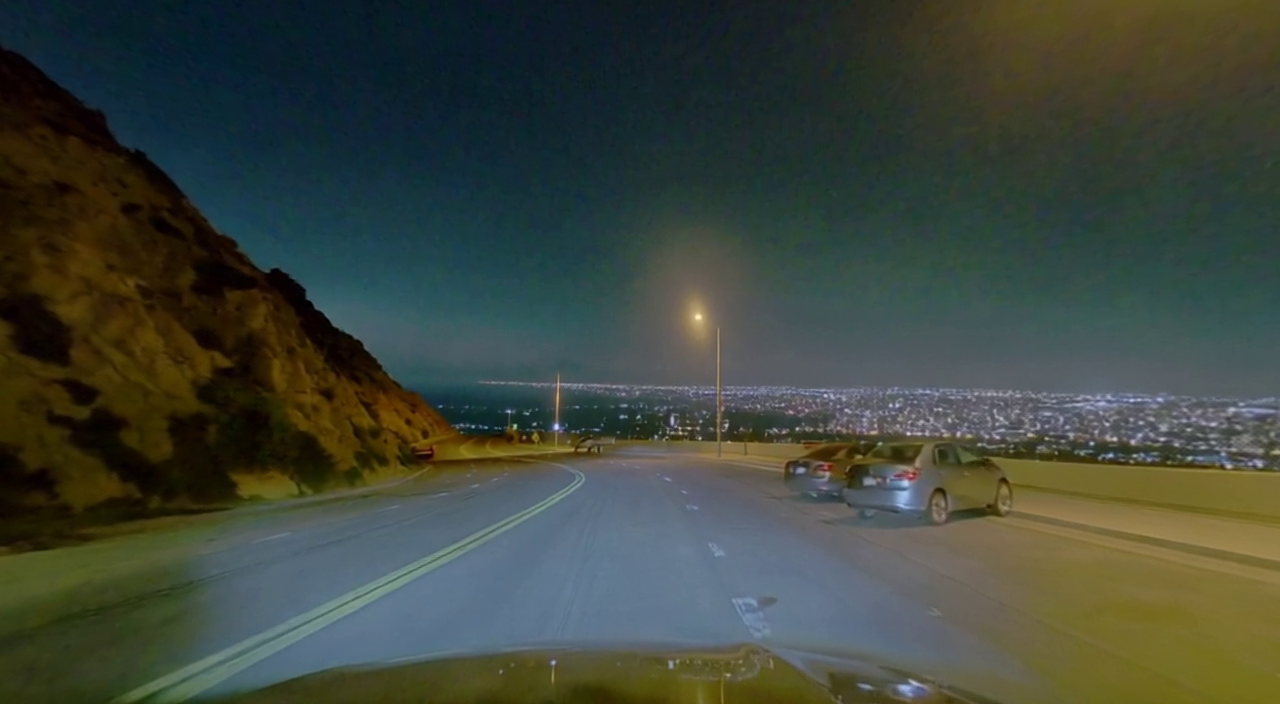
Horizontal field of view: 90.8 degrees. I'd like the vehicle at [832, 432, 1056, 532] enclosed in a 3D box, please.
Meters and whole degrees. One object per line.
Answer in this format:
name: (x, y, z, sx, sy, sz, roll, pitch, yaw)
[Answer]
vehicle: (5.888, 2.327, 11.990, 4.609, 1.505, 2.061, 7, -11, -40)
